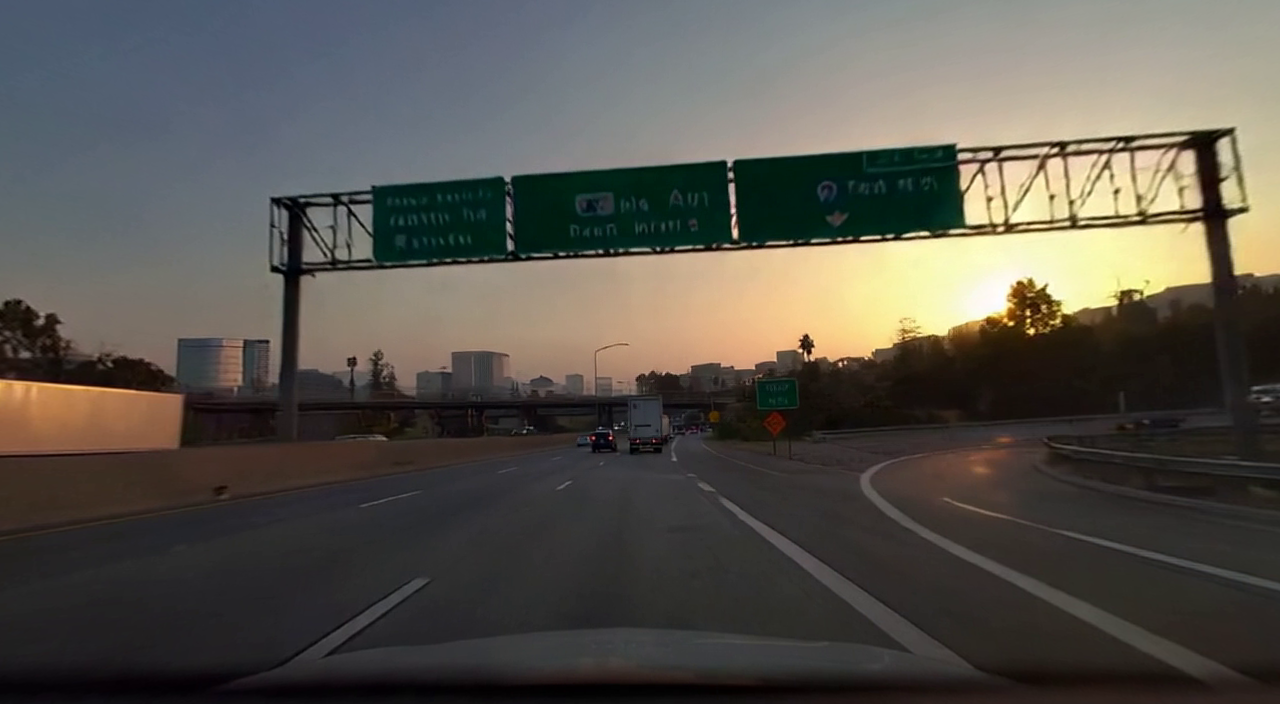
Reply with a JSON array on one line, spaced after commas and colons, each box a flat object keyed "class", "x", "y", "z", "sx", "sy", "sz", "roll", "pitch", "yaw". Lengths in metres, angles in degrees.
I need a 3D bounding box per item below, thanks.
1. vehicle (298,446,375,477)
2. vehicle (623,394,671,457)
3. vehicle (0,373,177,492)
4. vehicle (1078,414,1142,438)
[{"class": "vehicle", "x": -15.665, "y": 5.648, "z": 32.690, "sx": 1.846, "sy": 1.465, "sz": 4.149, "roll": 0, "pitch": -8, "yaw": 1}, {"class": "vehicle", "x": 0.459, "y": 5.439, "z": 45.667, "sx": 3.024, "sy": 4.019, "sz": 10.605, "roll": 0, "pitch": -8, "yaw": 0}, {"class": "vehicle", "x": -23.591, "y": 2.891, "z": 22.512, "sx": 2.940, "sy": 4.056, "sz": 14.297, "roll": 0, "pitch": -8, "yaw": 1}, {"class": "vehicle", "x": 34.232, "y": 5.422, "z": 45.747, "sx": 4.346, "sy": 1.637, "sz": 2.091, "roll": 4, "pitch": -9, "yaw": -30}]
